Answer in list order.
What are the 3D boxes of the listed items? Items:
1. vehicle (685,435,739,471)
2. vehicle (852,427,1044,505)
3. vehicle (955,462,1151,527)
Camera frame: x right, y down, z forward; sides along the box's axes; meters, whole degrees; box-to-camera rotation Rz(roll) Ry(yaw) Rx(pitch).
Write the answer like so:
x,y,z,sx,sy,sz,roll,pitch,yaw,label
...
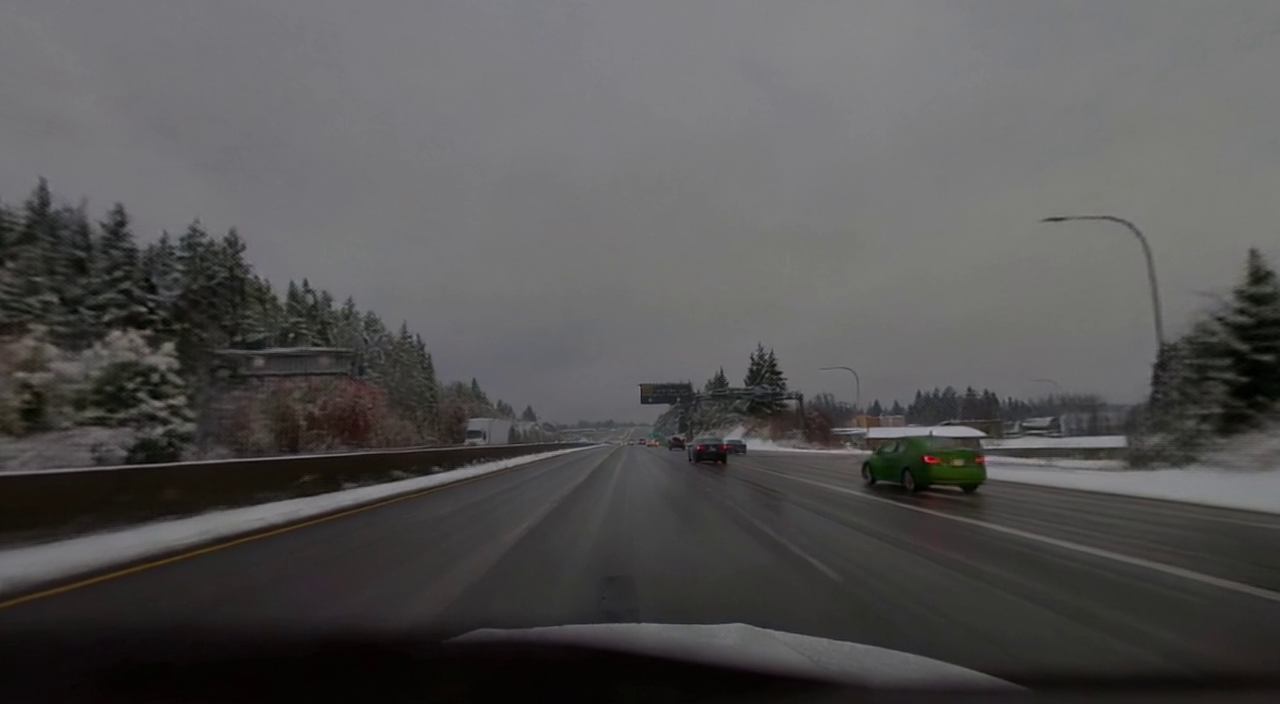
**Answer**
x,y,z,sx,sy,sz,roll,pitch,yaw,label
3.176,4.514,28.470,1.819,1.468,3.770,0,-8,-2,vehicle
6.982,2.600,15.060,2.003,1.522,4.940,0,-8,-1,vehicle
7.101,2.448,11.162,1.535,0.862,2.814,0,-8,-1,vehicle
